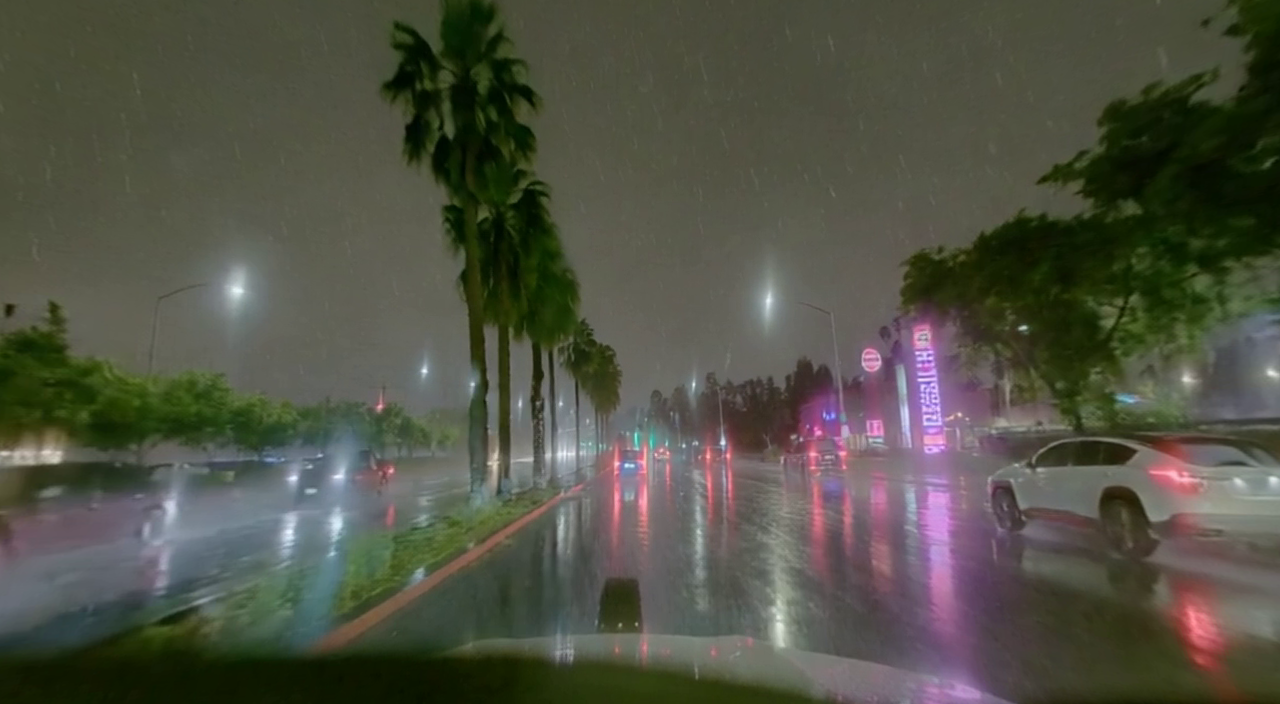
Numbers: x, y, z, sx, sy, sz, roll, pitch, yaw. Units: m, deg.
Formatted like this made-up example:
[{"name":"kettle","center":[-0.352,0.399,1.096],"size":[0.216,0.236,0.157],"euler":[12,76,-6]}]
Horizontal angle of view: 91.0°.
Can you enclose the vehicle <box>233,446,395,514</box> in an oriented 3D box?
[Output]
[{"name":"vehicle","center":[-8.527,3.338,17.018],"size":[1.930,1.478,4.552],"euler":[-1,-8,0]}]

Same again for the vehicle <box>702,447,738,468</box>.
[{"name":"vehicle","center":[5.825,7.745,46.361],"size":[1.970,1.461,4.267],"euler":[0,-9,-2]}]

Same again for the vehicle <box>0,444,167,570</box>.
[{"name":"vehicle","center":[-8.687,1.925,7.845],"size":[2.088,1.471,4.534],"euler":[-1,-8,0]}]

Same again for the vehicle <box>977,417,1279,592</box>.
[{"name":"vehicle","center":[6.390,1.747,7.998],"size":[1.949,1.647,3.894],"euler":[0,-9,-1]}]

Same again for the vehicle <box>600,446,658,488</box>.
[{"name":"vehicle","center":[-0.398,4.184,23.195],"size":[1.970,1.402,3.756],"euler":[0,-9,-1]}]

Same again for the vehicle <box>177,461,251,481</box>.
[{"name":"vehicle","center":[-33.498,9.364,49.555],"size":[4.389,1.448,1.925],"euler":[0,-9,2]}]
